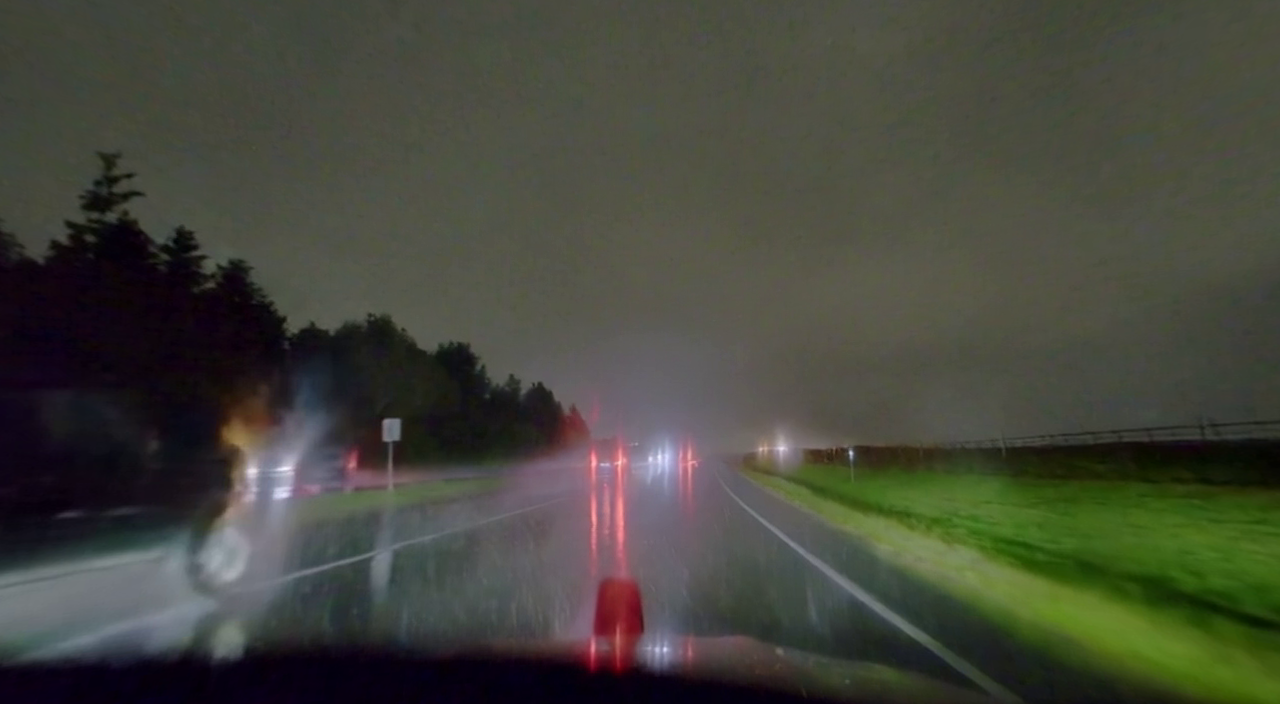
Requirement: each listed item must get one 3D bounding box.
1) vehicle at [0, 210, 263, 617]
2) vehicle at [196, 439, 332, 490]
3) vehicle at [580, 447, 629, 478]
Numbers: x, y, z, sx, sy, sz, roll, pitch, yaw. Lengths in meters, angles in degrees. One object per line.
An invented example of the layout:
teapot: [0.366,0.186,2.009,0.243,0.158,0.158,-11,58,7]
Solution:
vehicle: [-6.876,0.379,4.424,2.757,3.370,7.606,-1,-9,9]
vehicle: [-19.561,5.886,33.178,2.387,2.412,6.602,-1,-9,8]
vehicle: [-2.027,6.473,36.912,2.106,1.679,3.908,-1,-9,8]
